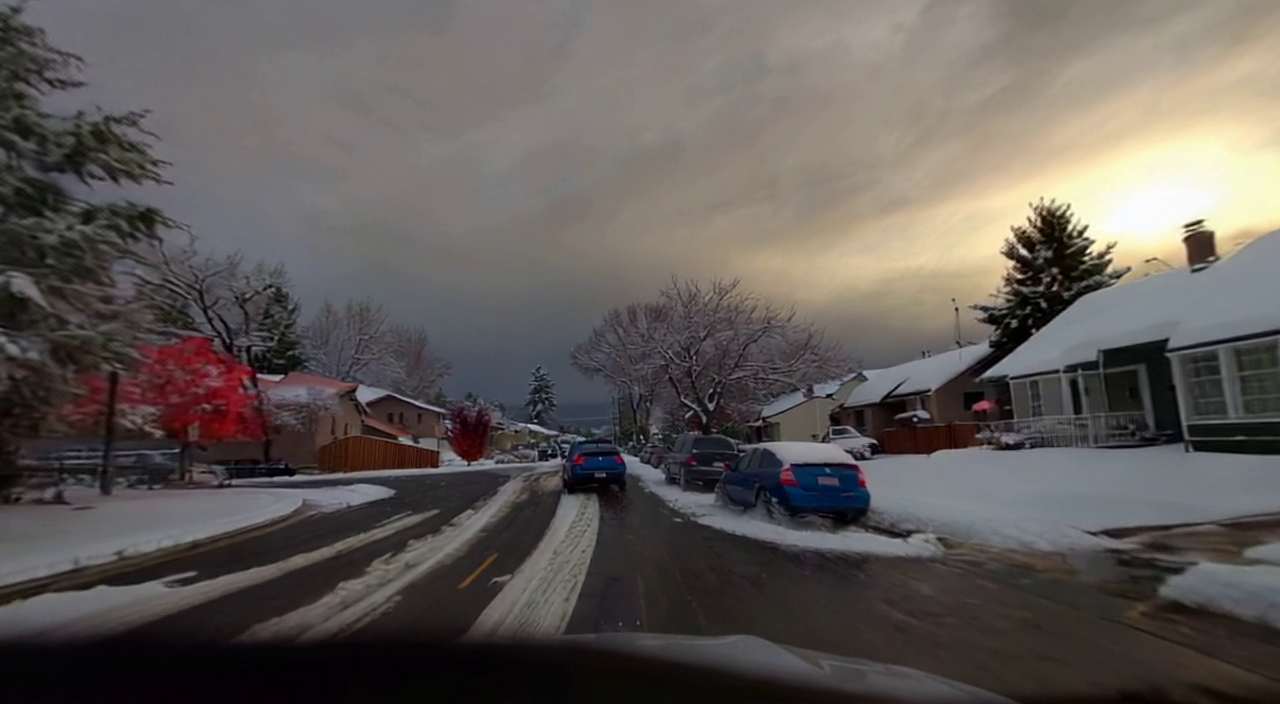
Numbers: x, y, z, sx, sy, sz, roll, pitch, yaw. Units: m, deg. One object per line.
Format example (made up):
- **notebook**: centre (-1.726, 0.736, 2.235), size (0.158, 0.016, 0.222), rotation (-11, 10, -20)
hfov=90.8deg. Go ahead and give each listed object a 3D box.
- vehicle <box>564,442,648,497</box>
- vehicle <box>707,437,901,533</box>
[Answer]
- **vehicle**: centre (-1.177, 3.527, 19.383), size (2.192, 1.474, 4.192), rotation (1, -9, -8)
- **vehicle**: centre (2.813, 2.413, 12.136), size (2.089, 1.462, 4.529), rotation (1, -9, -6)
